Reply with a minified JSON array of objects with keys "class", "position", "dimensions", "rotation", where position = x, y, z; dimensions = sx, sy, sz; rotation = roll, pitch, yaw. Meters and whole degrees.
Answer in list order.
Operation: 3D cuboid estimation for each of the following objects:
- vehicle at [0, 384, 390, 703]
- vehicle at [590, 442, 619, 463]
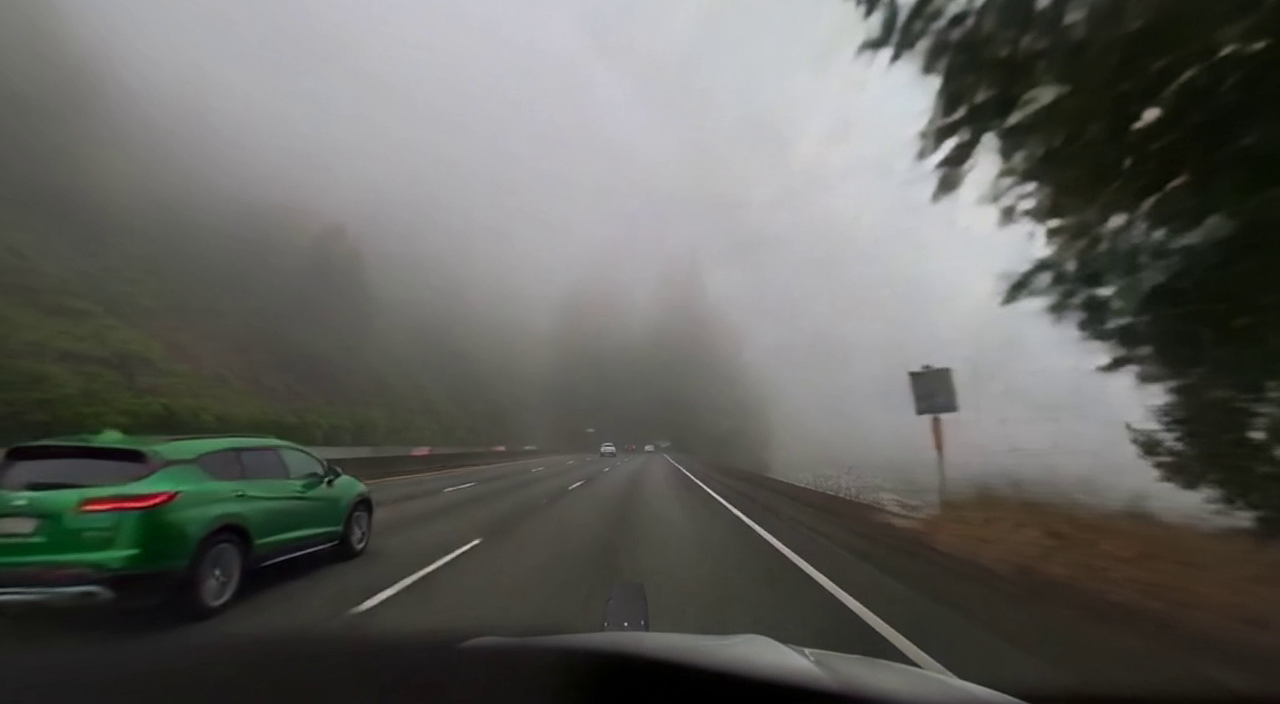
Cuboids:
[{"class":"vehicle","position":[-3.794,1.196,4.735],"dimensions":[1.993,1.538,4.192],"rotation":[0,-8,2]},{"class":"vehicle","position":[-2.698,7.720,48.525],"dimensions":[2.015,1.561,4.469],"rotation":[0,-8,0]}]
